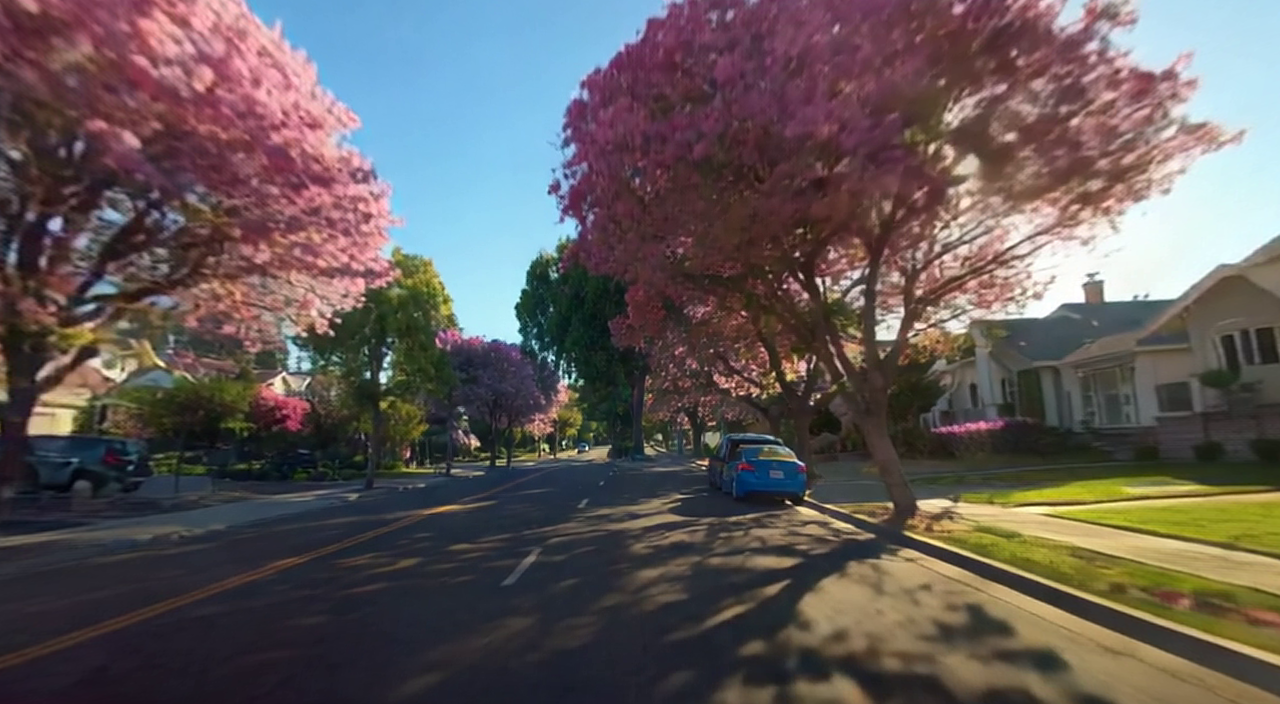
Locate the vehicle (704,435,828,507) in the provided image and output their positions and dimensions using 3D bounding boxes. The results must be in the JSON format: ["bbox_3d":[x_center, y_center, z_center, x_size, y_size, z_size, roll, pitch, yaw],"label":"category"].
[{"bbox_3d":[2.817,2.760,15.261,2.022,1.455,4.406,0,-8,-1],"label":"vehicle"}]

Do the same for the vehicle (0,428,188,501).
[{"bbox_3d":[-16.451,3.125,17.653,5.902,1.796,2.183,-1,-7,-2],"label":"vehicle"}]
